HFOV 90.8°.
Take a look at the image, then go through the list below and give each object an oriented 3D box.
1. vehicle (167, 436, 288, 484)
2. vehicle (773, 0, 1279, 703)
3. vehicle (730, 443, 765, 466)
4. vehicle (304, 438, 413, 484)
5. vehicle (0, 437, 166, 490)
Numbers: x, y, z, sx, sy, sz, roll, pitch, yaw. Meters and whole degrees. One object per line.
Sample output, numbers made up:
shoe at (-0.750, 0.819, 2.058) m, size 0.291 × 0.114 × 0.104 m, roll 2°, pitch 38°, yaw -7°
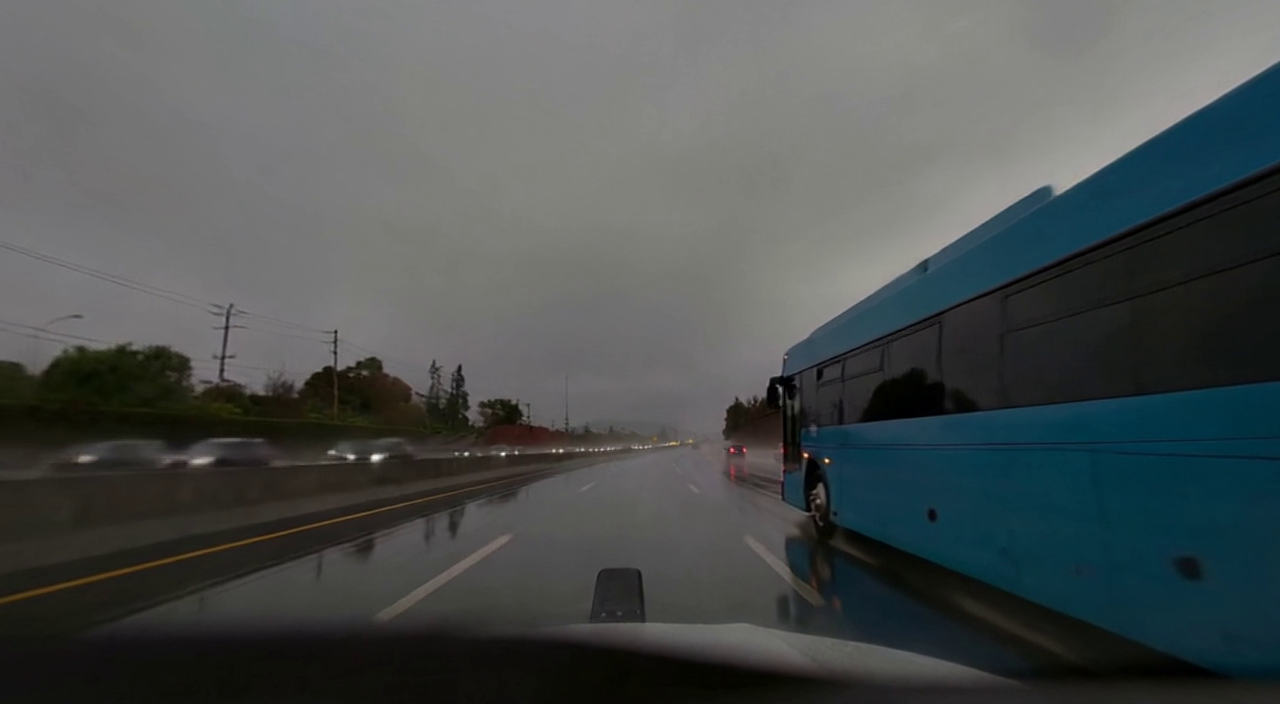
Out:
vehicle at (-17.517, 4.583, 27.148) m, size 1.979 × 1.859 × 4.587 m, roll 0°, pitch -8°, yaw 1°
vehicle at (4.160, 0.264, 5.237) m, size 3.144 × 3.580 × 14.591 m, roll 0°, pitch -8°, yaw 1°
vehicle at (8.117, 7.737, 47.917) m, size 2.032 × 1.654 × 4.089 m, roll 0°, pitch -8°, yaw 1°
vehicle at (-11.030, 4.279, 25.203) m, size 2.165 × 1.646 × 4.553 m, roll 0°, pitch -8°, yaw 1°
vehicle at (-21.500, 4.280, 24.626) m, size 2.153 × 1.821 × 4.865 m, roll 0°, pitch -8°, yaw 1°
